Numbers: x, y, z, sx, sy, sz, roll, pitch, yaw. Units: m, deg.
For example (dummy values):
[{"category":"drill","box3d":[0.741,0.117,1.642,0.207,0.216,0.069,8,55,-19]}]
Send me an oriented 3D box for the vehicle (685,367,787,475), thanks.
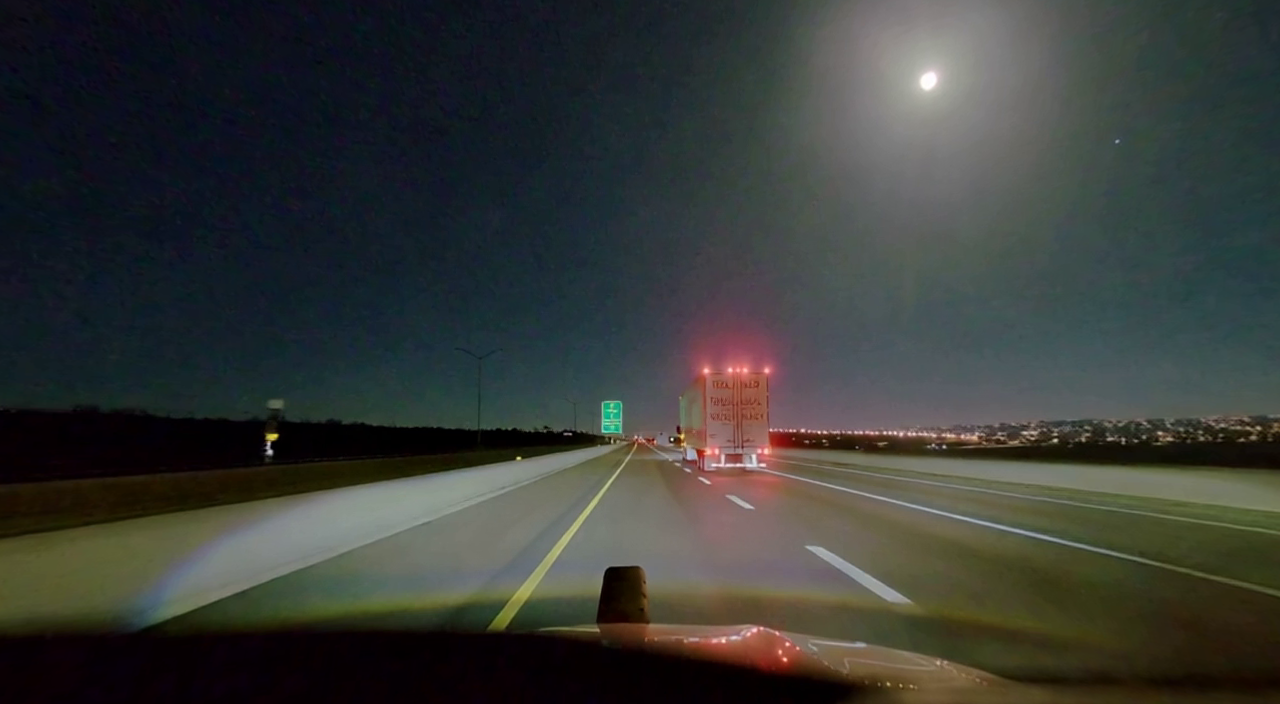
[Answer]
[{"category":"vehicle","box3d":[4.125,3.597,30.883,3.006,4.093,14.142,0,-8,1]}]
